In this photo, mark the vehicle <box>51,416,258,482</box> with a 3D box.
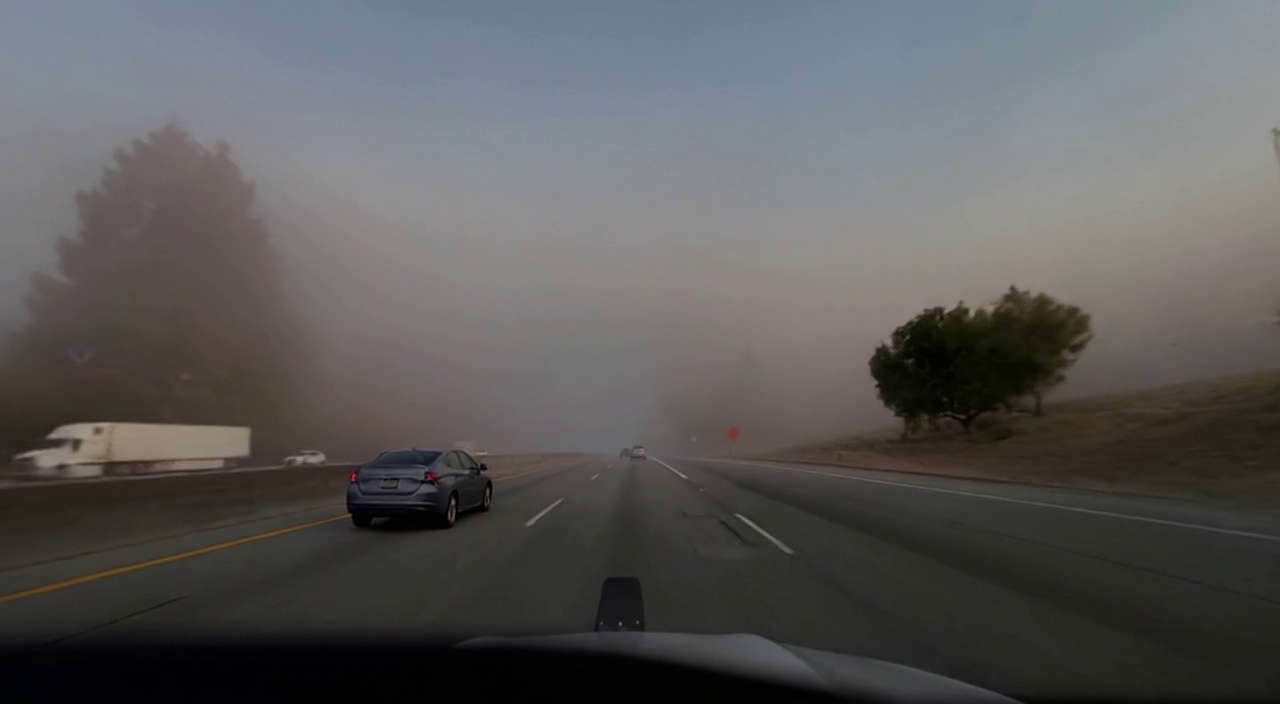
[{"bbox_3d":[-36.233,7.478,48.977,2.926,4.206,16.722,0,-9,0],"label":"vehicle"}]

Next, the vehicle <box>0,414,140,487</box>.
[{"bbox_3d":[-36.111,6.128,39.501,3.015,4.073,8.024,0,-9,-1],"label":"vehicle"}]

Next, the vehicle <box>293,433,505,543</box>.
[{"bbox_3d":[-3.929,2.278,11.251,2.050,1.547,4.266,0,-9,1],"label":"vehicle"}]
